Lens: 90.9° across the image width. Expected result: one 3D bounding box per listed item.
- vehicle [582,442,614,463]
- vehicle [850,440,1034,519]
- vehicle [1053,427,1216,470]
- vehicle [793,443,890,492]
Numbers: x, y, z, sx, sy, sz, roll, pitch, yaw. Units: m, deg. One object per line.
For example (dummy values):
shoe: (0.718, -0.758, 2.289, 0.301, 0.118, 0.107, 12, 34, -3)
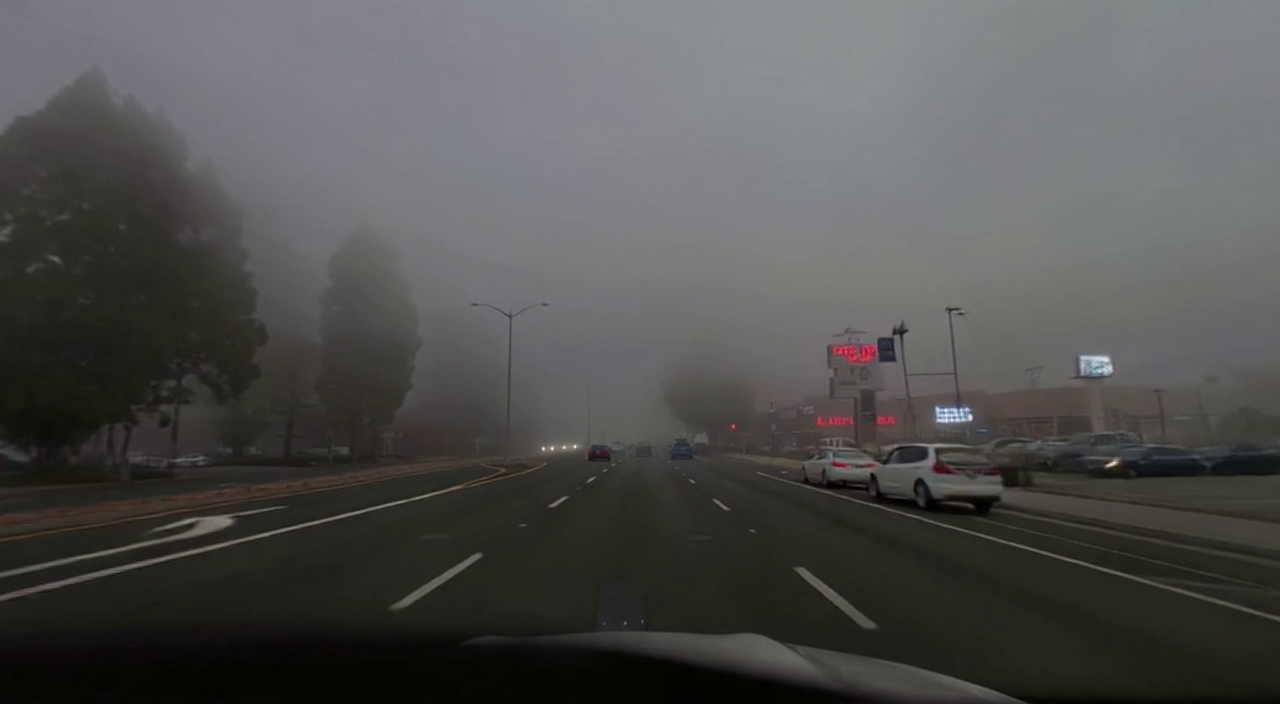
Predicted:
vehicle: (-3.019, 7.335, 46.026, 2.005, 1.446, 4.265, 0, -8, 1)
vehicle: (6.691, 2.840, 14.714, 1.869, 1.516, 4.767, 0, -8, -1)
vehicle: (23.647, 4.658, 30.345, 5.870, 1.970, 2.366, 0, -8, -1)
vehicle: (6.788, 3.912, 21.804, 1.923, 1.482, 4.558, 0, -8, 1)
